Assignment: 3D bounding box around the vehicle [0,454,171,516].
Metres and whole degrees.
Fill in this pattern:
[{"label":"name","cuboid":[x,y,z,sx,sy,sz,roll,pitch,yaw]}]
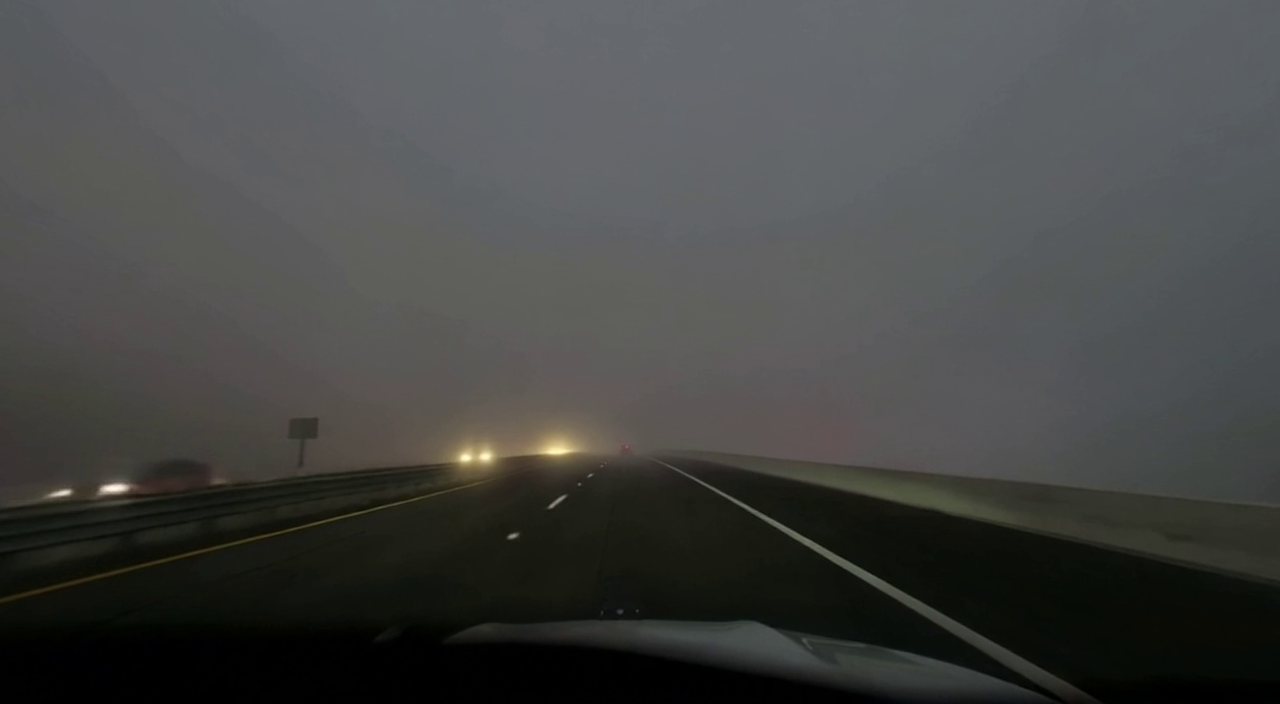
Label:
[{"label":"vehicle","cuboid":[-16.911,3.906,18.983,1.936,1.576,4.524,0,-9,-1]}]
